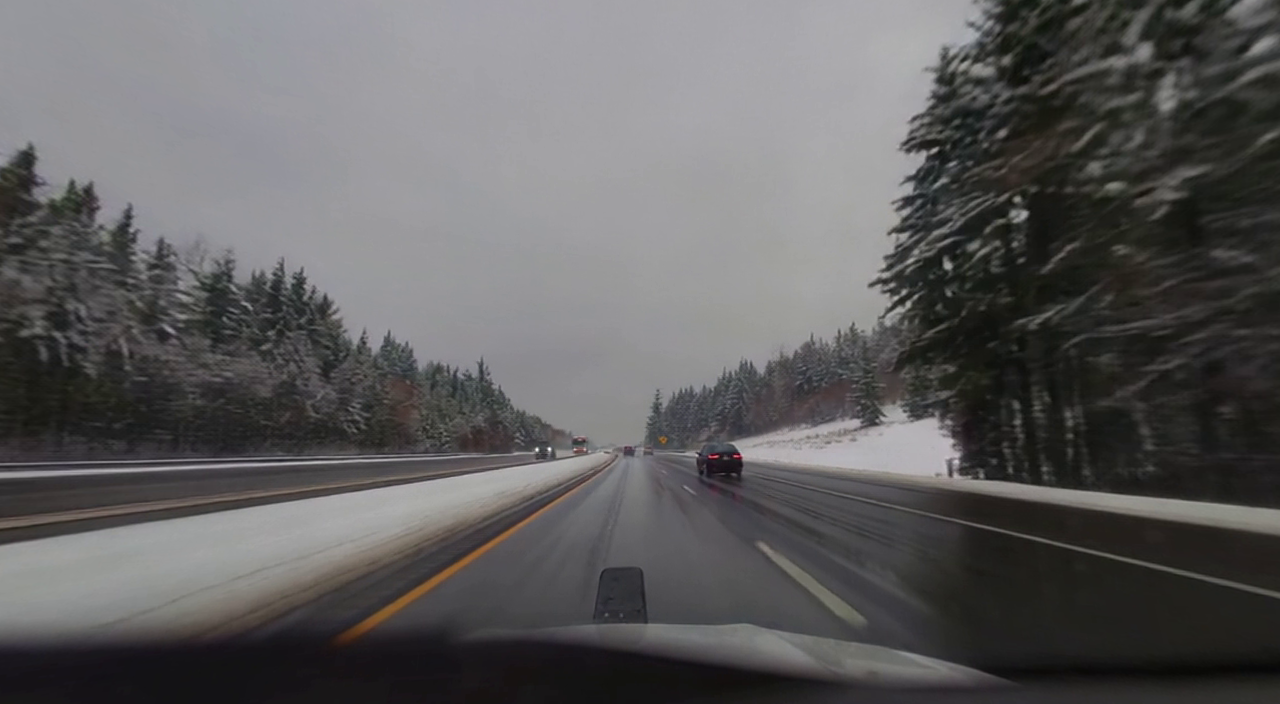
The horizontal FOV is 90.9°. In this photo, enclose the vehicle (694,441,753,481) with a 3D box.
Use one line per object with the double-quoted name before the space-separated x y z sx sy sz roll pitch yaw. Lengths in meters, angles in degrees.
"vehicle" 3.693 4.903 28.693 1.933 1.663 4.440 0 -9 -2
